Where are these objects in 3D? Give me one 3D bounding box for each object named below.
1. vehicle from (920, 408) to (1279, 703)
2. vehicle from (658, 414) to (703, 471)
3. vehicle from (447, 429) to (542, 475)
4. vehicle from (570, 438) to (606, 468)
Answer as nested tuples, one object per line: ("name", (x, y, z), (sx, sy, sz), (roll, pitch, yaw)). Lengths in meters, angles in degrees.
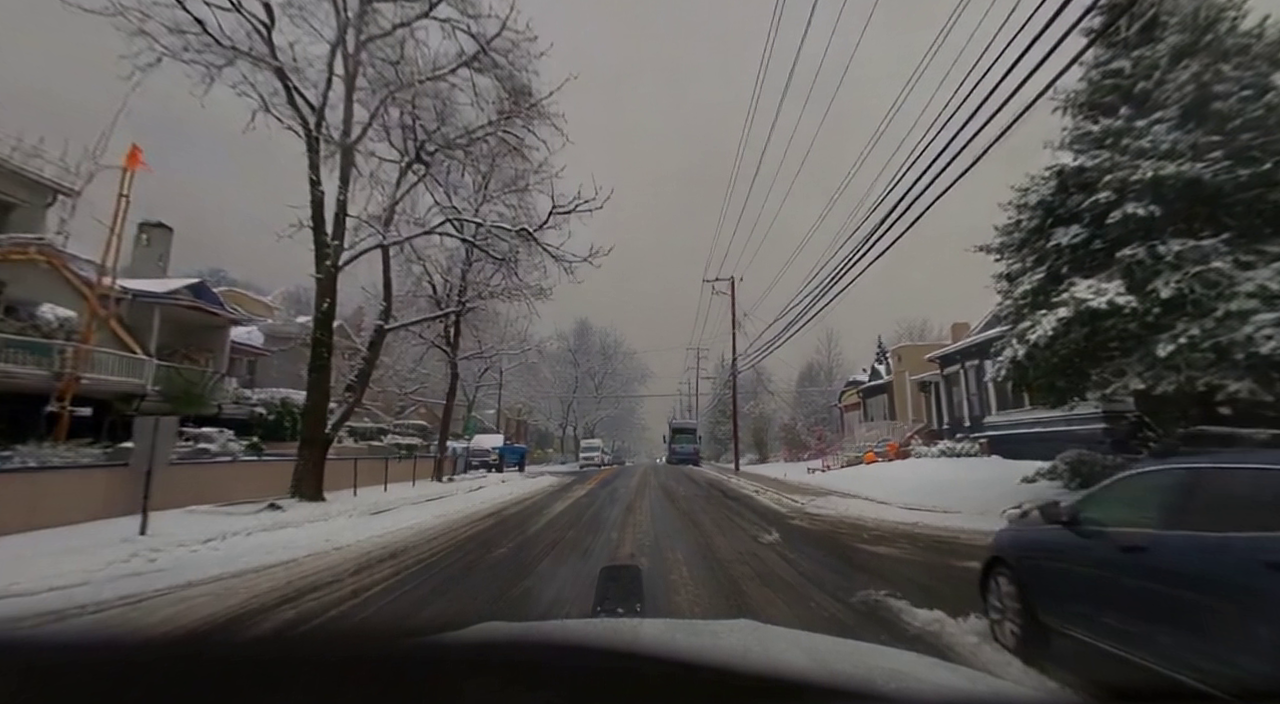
("vehicle", (3.407, 1.127, 3.252), (1.938, 1.557, 4.125), (0, -9, -1))
("vehicle", (3.152, 7.129, 49.490), (2.915, 3.793, 9.963), (4, -8, 4))
("vehicle", (-6.467, 4.562, 28.913), (2.238, 1.895, 5.648), (-2, -9, 9))
("vehicle", (-3.966, 7.767, 48.828), (2.171, 1.910, 4.789), (-2, -4, 3))
